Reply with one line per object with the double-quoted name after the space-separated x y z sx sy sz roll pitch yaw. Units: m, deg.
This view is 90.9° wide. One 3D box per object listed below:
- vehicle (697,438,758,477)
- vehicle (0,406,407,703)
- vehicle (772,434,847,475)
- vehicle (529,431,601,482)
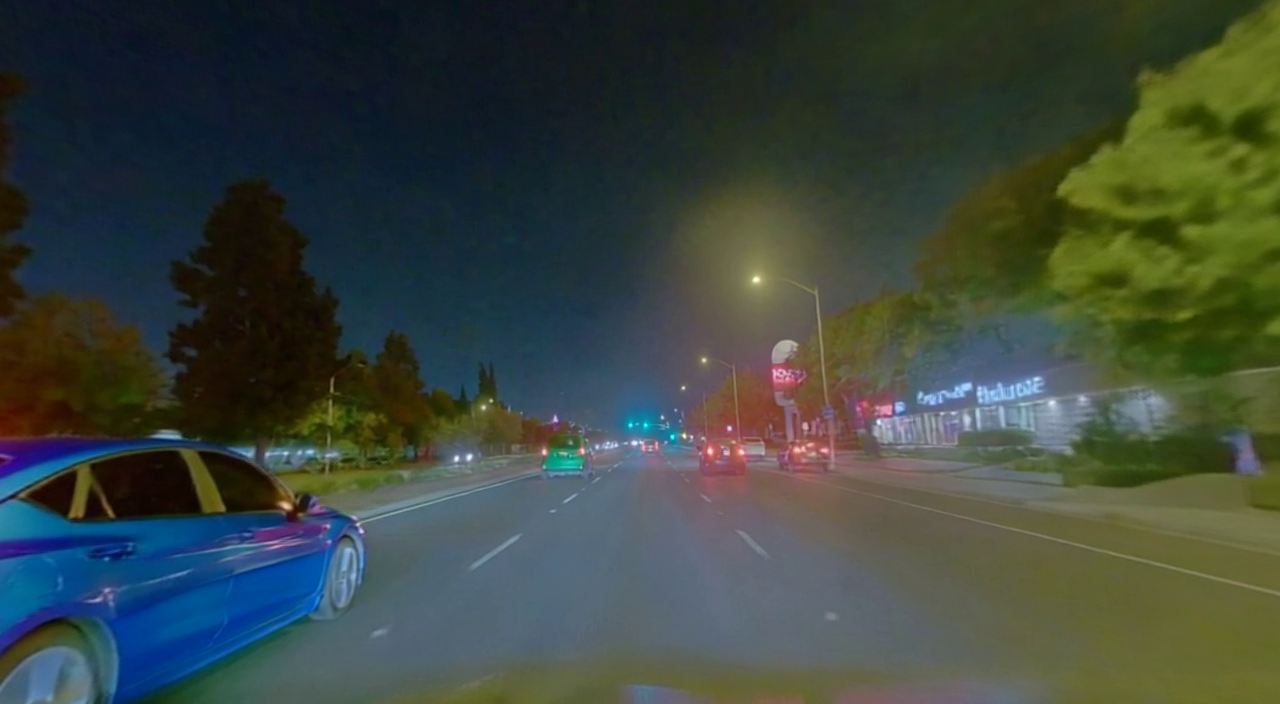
3.557 4.348 26.288 1.904 1.490 4.299 0 -8 0 "vehicle"
-3.256 1.124 3.559 1.956 1.460 4.802 0 -8 1 "vehicle"
7.490 4.590 28.379 2.089 1.678 4.725 0 -8 0 "vehicle"
-2.779 4.022 24.584 2.193 1.788 4.603 0 -8 1 "vehicle"
